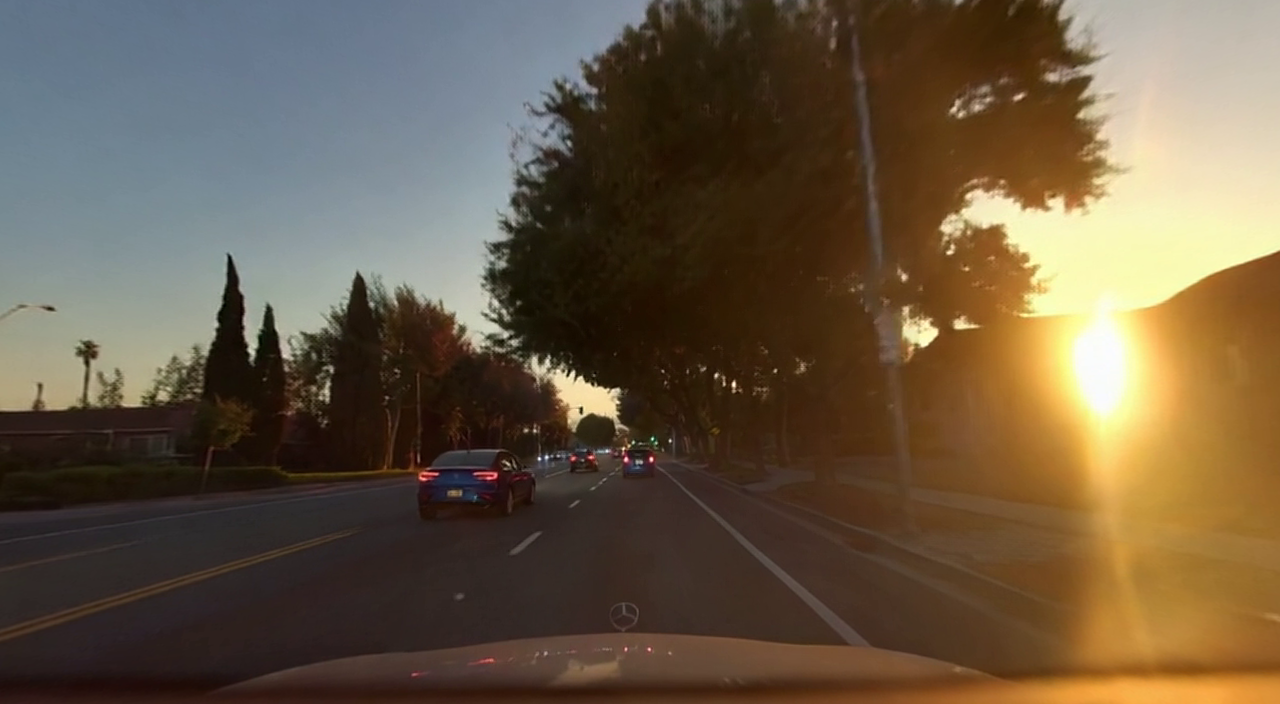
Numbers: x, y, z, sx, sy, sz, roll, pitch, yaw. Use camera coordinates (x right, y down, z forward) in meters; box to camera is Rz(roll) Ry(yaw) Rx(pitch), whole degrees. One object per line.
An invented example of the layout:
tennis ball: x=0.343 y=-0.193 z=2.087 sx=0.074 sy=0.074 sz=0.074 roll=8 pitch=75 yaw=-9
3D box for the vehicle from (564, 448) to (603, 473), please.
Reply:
vehicle: x=-3.560 y=6.868 z=40.185 sx=2.114 sy=1.500 sz=3.912 roll=0 pitch=-9 yaw=0

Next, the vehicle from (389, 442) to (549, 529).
vehicle: x=-3.230 y=2.611 z=12.959 sx=2.030 sy=1.467 sz=4.403 roll=0 pitch=-9 yaw=0

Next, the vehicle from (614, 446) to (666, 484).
vehicle: x=-0.016 y=4.745 z=26.774 sx=2.065 sy=1.456 sz=4.099 roll=0 pitch=-9 yaw=0
